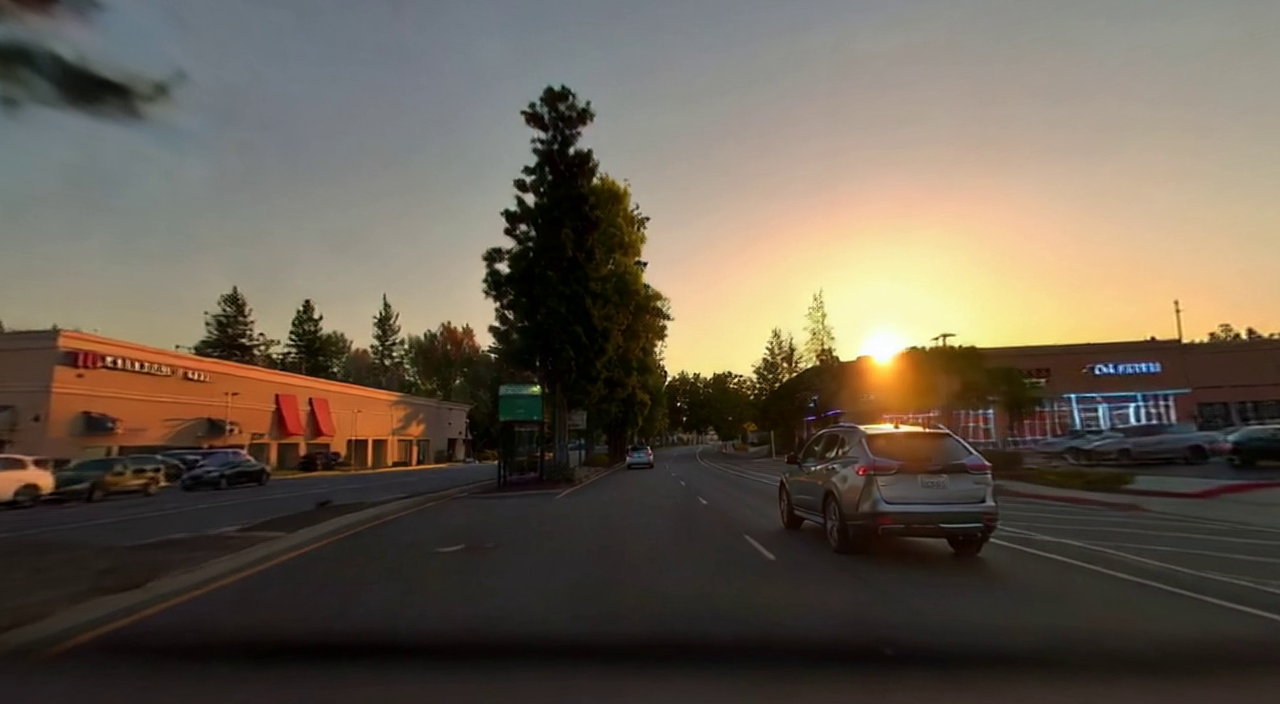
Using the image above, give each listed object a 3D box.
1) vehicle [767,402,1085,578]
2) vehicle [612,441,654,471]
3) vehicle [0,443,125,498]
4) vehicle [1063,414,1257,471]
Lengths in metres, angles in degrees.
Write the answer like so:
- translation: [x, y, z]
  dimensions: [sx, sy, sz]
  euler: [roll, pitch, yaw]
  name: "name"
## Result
- translation: [3.250, 1.673, 8.443]
  dimensions: [2.110, 1.698, 4.397]
  euler: [0, -8, -1]
  name: "vehicle"
- translation: [-0.345, 5.551, 33.795]
  dimensions: [2.126, 1.475, 3.967]
  euler: [0, -8, 0]
  name: "vehicle"
- translation: [-24.889, 4.859, 26.122]
  dimensions: [5.094, 2.044, 2.197]
  euler: [-1, -7, -3]
  name: "vehicle"
- translation: [20.031, 3.538, 24.613]
  dimensions: [5.115, 1.990, 2.518]
  euler: [-2, -9, 5]
  name: "vehicle"
